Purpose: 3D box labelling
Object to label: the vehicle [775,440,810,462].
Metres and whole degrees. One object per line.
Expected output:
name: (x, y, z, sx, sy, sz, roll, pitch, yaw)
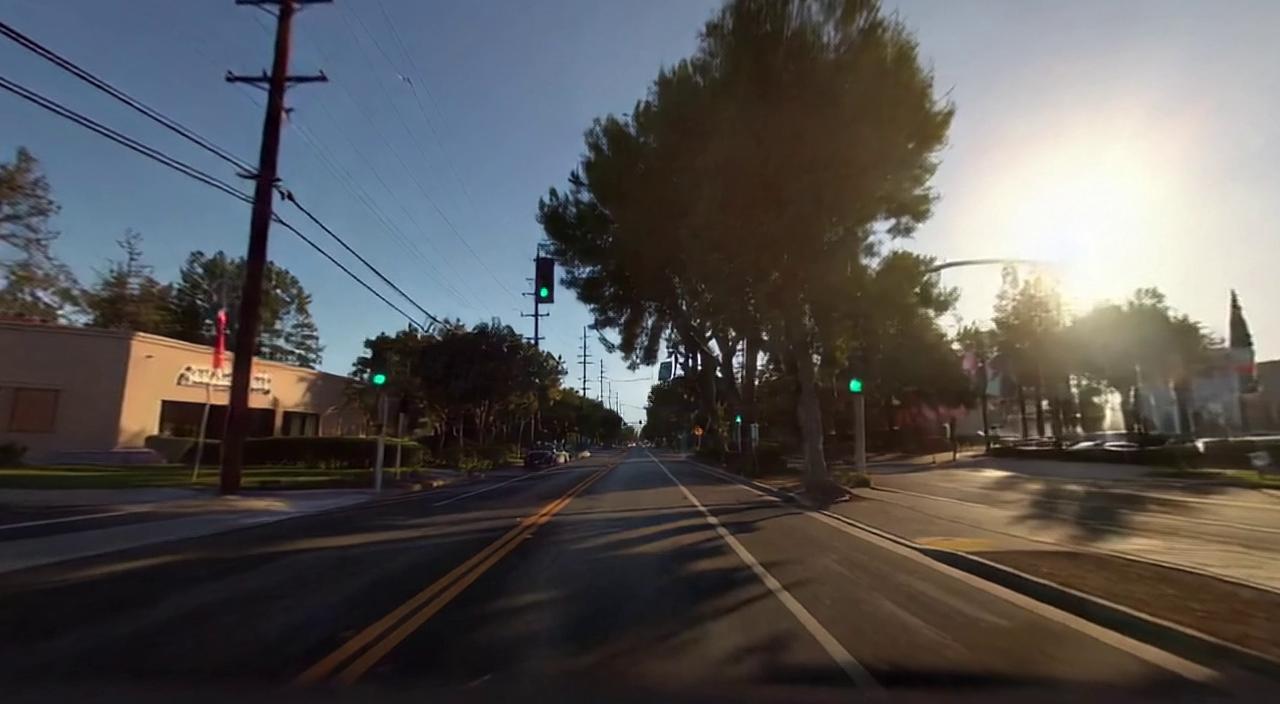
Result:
vehicle: (11.941, 7.759, 49.568, 1.719, 1.583, 4.160, 0, -8, 0)
